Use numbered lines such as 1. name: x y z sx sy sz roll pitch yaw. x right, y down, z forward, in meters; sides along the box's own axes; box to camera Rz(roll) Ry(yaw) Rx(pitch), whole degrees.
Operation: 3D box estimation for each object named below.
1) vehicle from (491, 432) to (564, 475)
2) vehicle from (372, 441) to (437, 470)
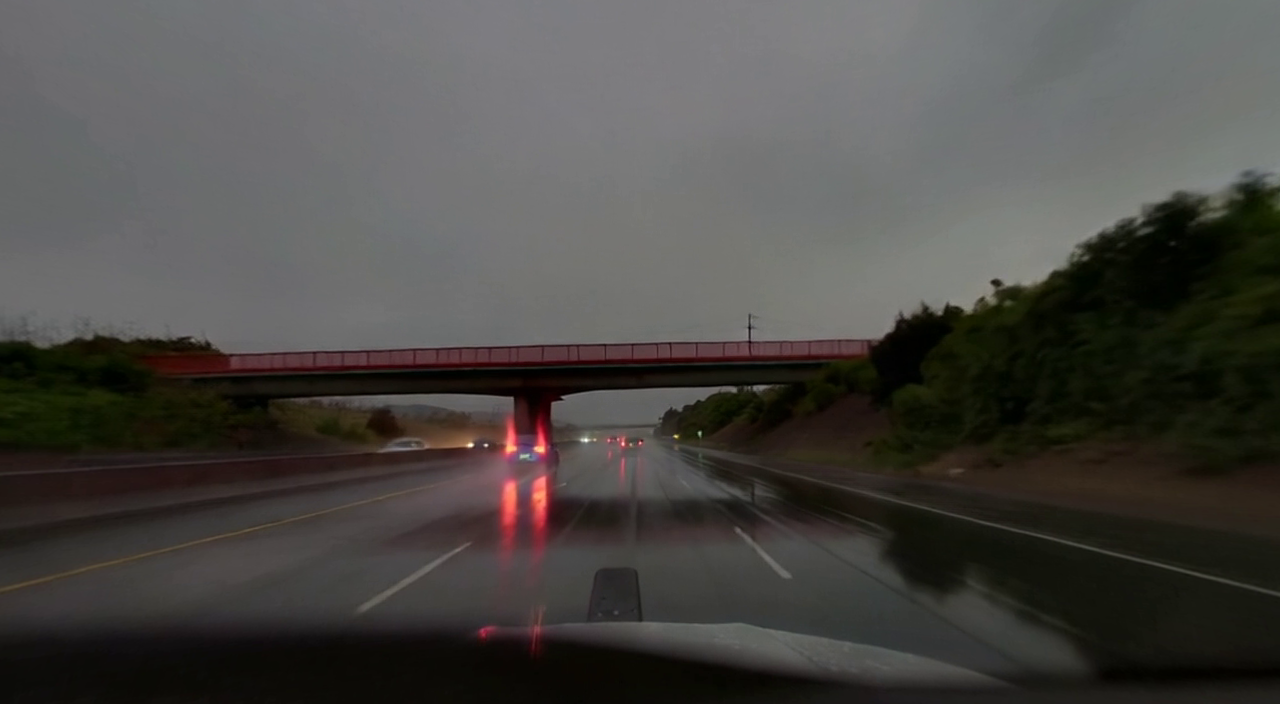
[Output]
1. vehicle: -4.328 3.995 25.024 2.074 1.535 4.437 0 -8 0
2. vehicle: -12.695 5.548 34.244 1.845 1.448 4.482 0 -8 -1
